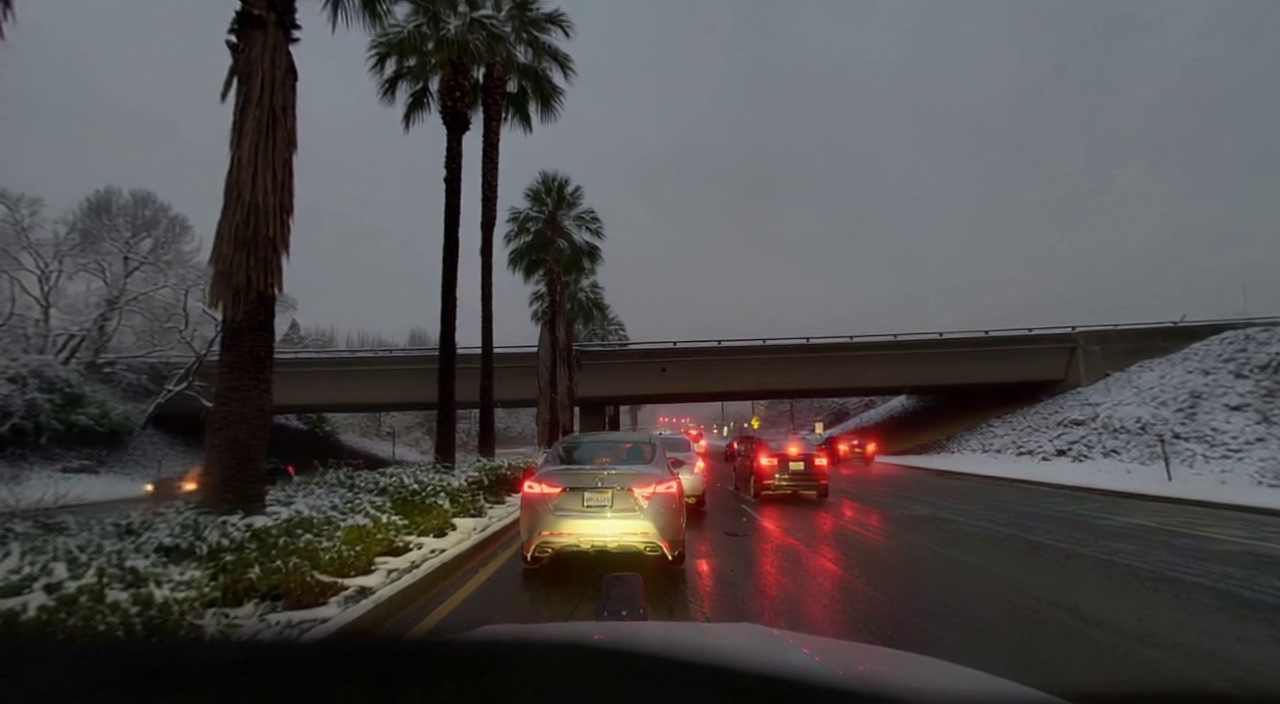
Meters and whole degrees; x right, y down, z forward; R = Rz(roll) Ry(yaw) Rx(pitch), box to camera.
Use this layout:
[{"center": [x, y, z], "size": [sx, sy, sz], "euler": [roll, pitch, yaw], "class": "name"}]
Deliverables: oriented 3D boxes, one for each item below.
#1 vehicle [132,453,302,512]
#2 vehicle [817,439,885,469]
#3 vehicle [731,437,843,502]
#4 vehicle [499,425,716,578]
[{"center": [-12.288, 3.772, 18.679], "size": [1.933, 1.486, 4.449], "euler": [0, -9, 0], "class": "vehicle"}, {"center": [11.188, 5.450, 33.677], "size": [2.100, 1.469, 4.772], "euler": [0, -9, 2], "class": "vehicle"}, {"center": [3.838, 3.144, 17.328], "size": [2.034, 1.517, 4.840], "euler": [0, -9, 2], "class": "vehicle"}, {"center": [-0.260, 1.801, 8.357], "size": [2.172, 1.506, 4.018], "euler": [0, -9, 2], "class": "vehicle"}]
